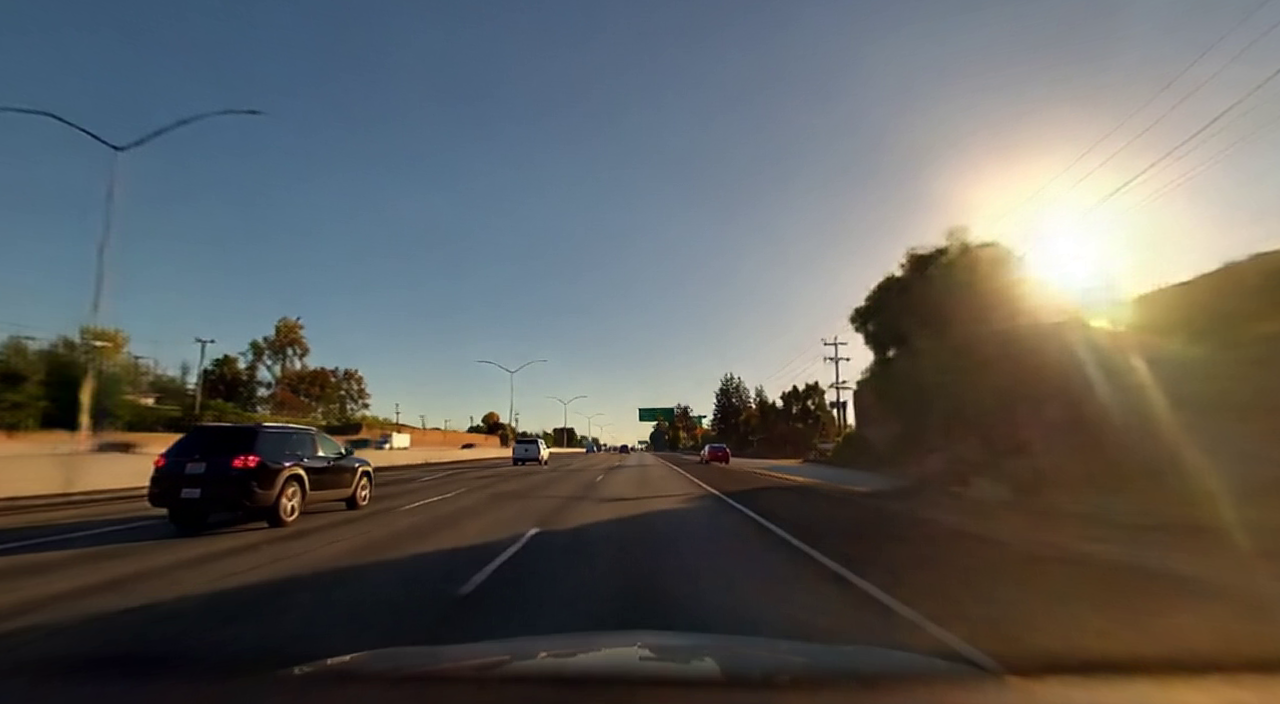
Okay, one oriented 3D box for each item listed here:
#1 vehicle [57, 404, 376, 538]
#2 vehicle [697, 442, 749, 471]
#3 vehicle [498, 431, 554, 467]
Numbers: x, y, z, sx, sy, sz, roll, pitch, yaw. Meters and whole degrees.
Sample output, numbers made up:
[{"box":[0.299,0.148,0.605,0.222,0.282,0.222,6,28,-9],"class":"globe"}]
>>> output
[{"box":[-6.446,1.882,10.475,2.058,1.698,4.567,0,-9,0],"class":"vehicle"},{"box":[4.645,5.938,35.989,2.251,1.520,4.550,1,-9,-1],"class":"vehicle"},{"box":[-6.471,5.578,36.248,2.255,1.934,4.868,0,-9,0],"class":"vehicle"}]
